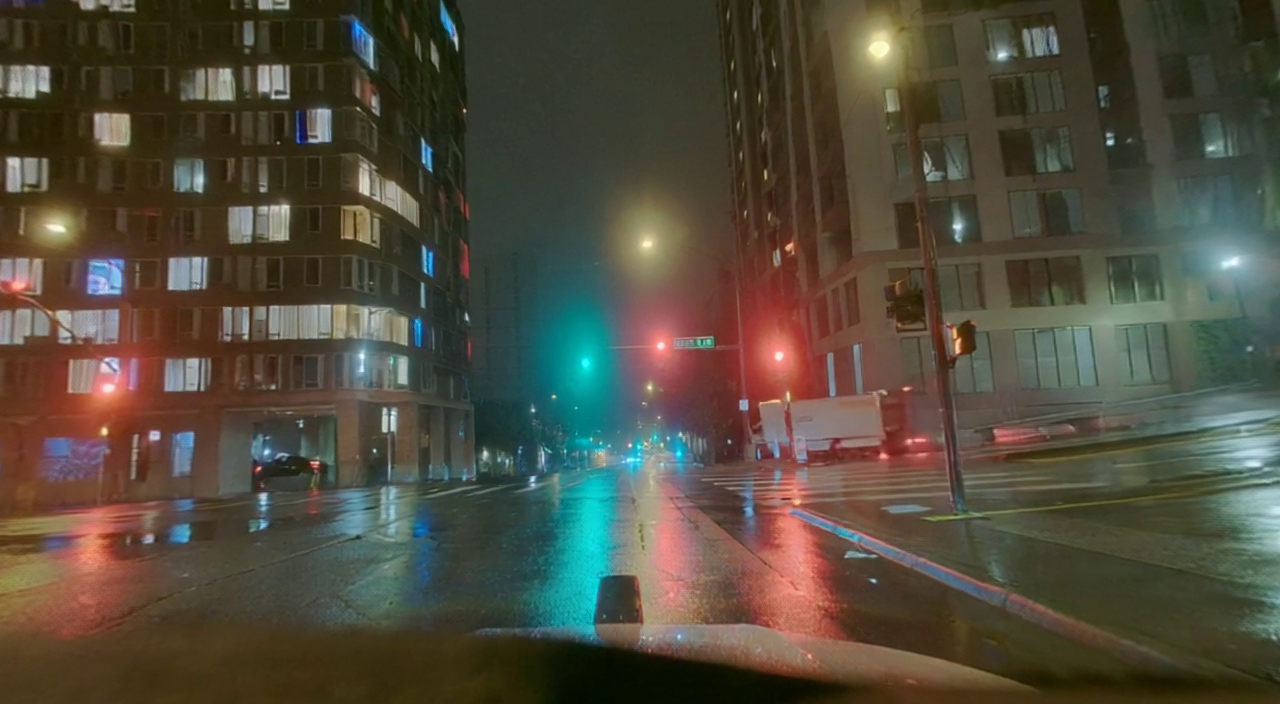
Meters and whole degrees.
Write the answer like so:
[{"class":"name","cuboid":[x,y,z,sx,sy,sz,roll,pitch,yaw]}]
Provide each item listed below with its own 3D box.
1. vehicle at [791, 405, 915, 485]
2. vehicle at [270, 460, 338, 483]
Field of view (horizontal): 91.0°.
[{"class":"vehicle","cuboid":[9.689,4.170,28.106,2.948,3.071,7.295,-6,-11,36]},{"class":"vehicle","cuboid":[-24.667,8.791,46.291,3.882,1.600,1.768,0,-9,2]}]
